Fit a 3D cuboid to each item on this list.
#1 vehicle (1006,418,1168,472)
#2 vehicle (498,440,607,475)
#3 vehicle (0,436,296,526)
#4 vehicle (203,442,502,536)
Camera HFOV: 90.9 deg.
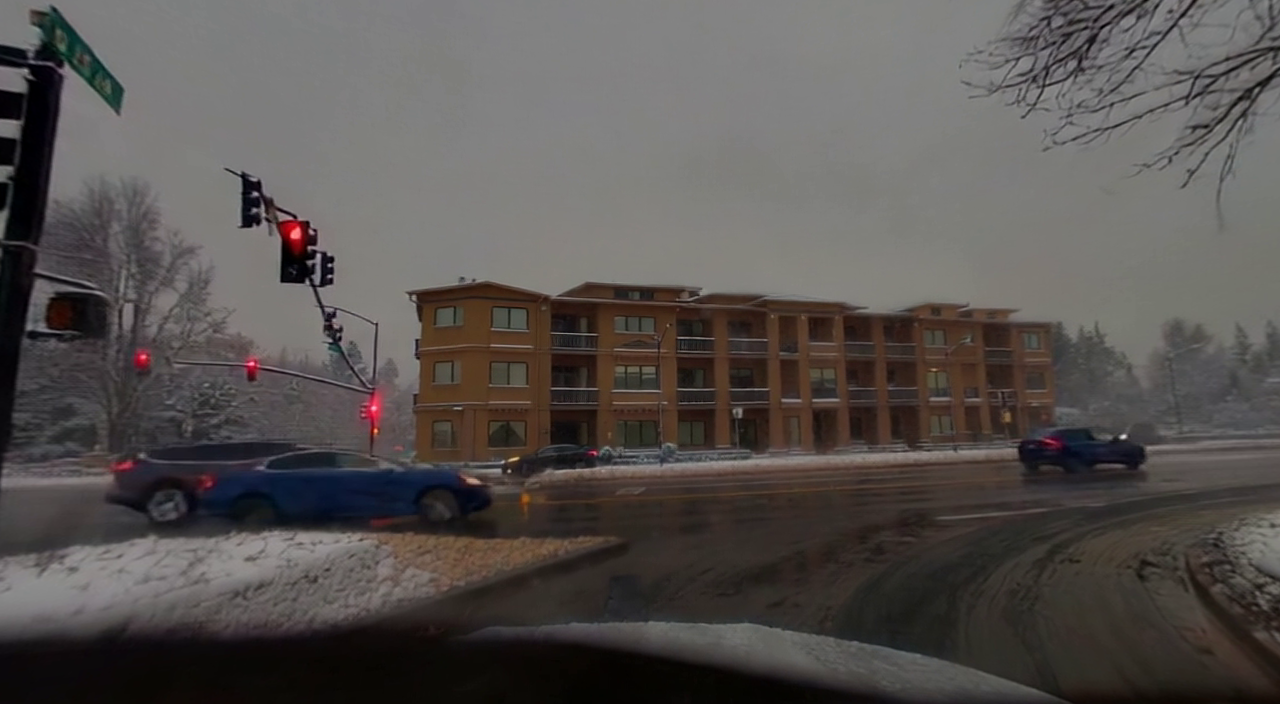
[{"bbox_3d":[15.180,3.155,21.468,4.711,1.688,1.915,2,-9,-18],"label":"vehicle"},{"bbox_3d":[-3.727,4.458,26.860,4.289,1.415,1.774,3,-9,-19],"label":"vehicle"},{"bbox_3d":[-10.307,2.676,13.610,4.683,1.678,1.981,3,-9,-18],"label":"vehicle"},{"bbox_3d":[-4.930,2.375,11.490,4.521,1.433,1.943,2,-9,-18],"label":"vehicle"}]
